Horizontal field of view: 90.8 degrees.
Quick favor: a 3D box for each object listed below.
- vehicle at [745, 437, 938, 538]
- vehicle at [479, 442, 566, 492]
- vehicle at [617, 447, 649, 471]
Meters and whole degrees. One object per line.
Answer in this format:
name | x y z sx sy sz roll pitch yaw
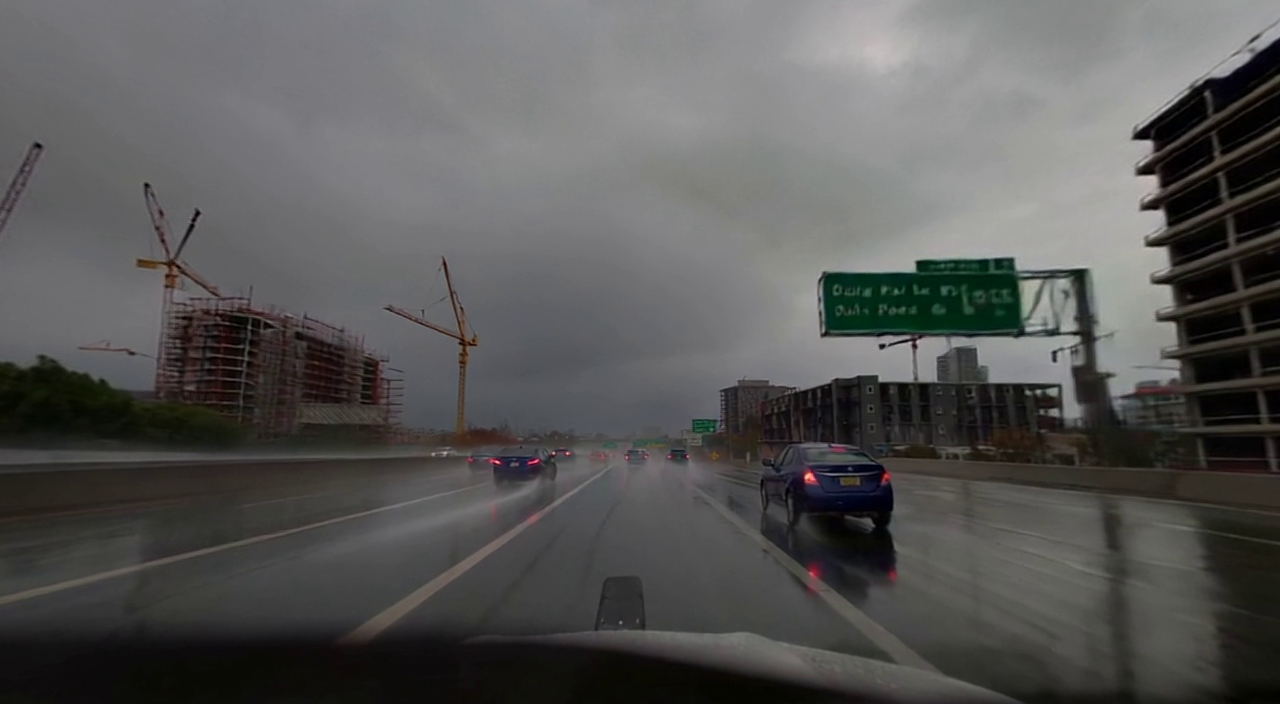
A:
vehicle | 3.383 2.353 11.701 1.995 1.486 4.463 0 -8 -1
vehicle | -3.933 3.930 21.997 2.136 1.512 4.488 0 -8 1
vehicle | -0.486 7.100 42.067 2.019 1.472 3.971 0 -8 -1
